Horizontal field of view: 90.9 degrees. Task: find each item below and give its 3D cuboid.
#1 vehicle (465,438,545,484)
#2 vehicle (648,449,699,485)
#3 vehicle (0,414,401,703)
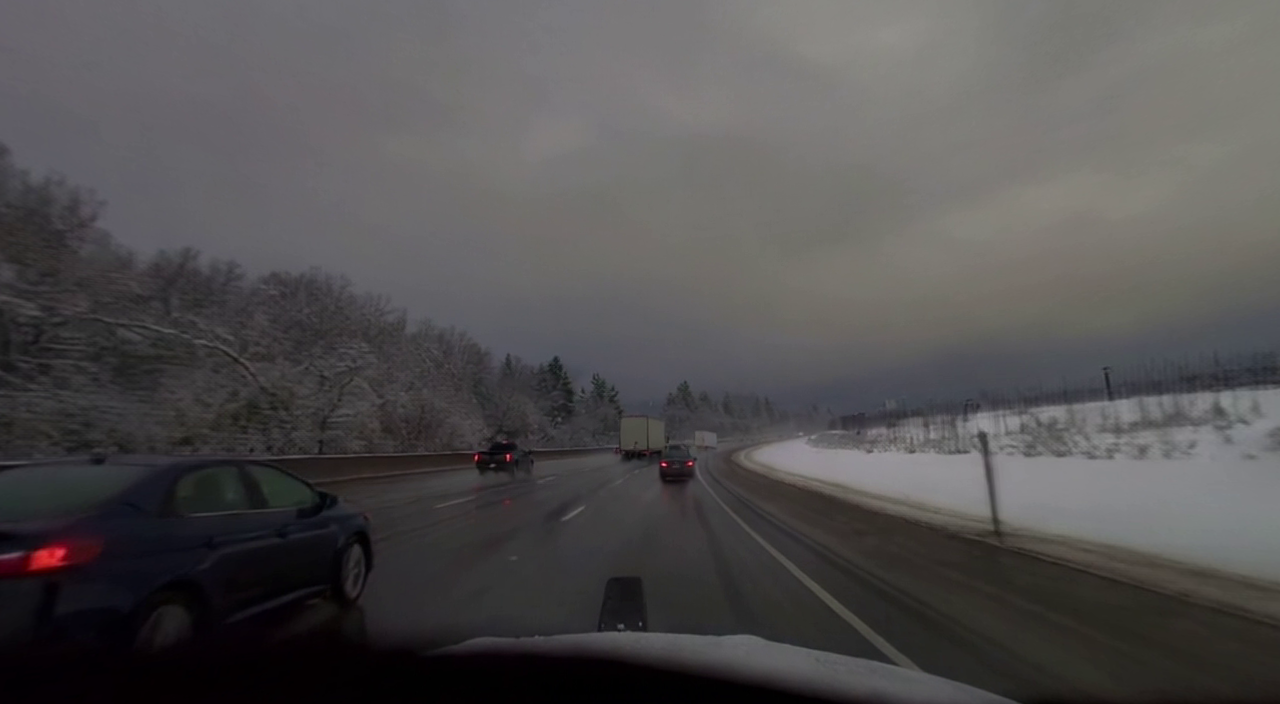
[{"bbox_3d":[-5.858,4.840,28.153,2.142,1.833,4.854,-1,-9,5],"label":"vehicle"},{"bbox_3d":[1.392,4.737,26.219,1.984,1.365,3.767,-1,-9,3],"label":"vehicle"},{"bbox_3d":[-3.399,1.223,3.870,1.916,1.486,4.631,0,-9,2],"label":"vehicle"}]
